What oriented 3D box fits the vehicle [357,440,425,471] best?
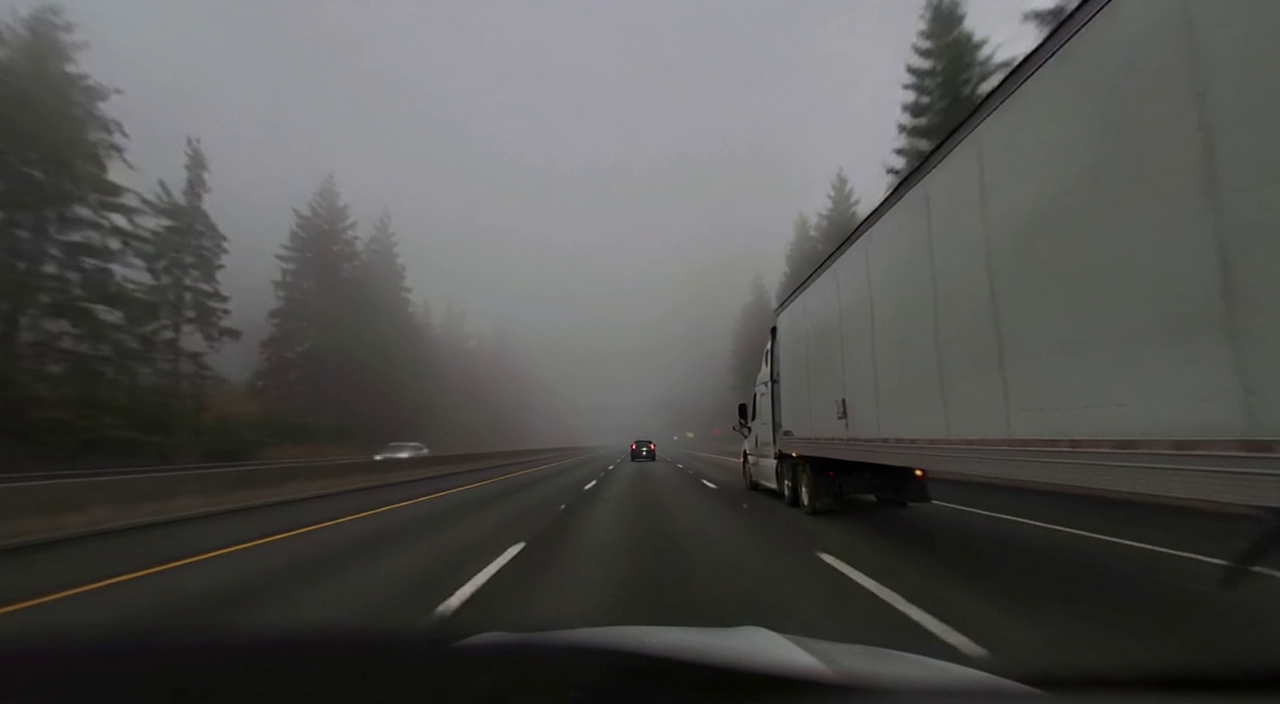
[{"bbox_3d":[-14.115,5.878,35.932,2.004,1.635,4.411,0,-8,1],"label":"vehicle"}]

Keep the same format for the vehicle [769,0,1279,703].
[{"bbox_3d":[4.097,0.006,5.209,3.005,4.131,14.221,0,-8,0],"label":"vehicle"}]

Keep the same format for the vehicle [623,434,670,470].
[{"bbox_3d":[0.407,4.934,31.227,2.139,1.607,4.034,-1,-8,4],"label":"vehicle"}]
